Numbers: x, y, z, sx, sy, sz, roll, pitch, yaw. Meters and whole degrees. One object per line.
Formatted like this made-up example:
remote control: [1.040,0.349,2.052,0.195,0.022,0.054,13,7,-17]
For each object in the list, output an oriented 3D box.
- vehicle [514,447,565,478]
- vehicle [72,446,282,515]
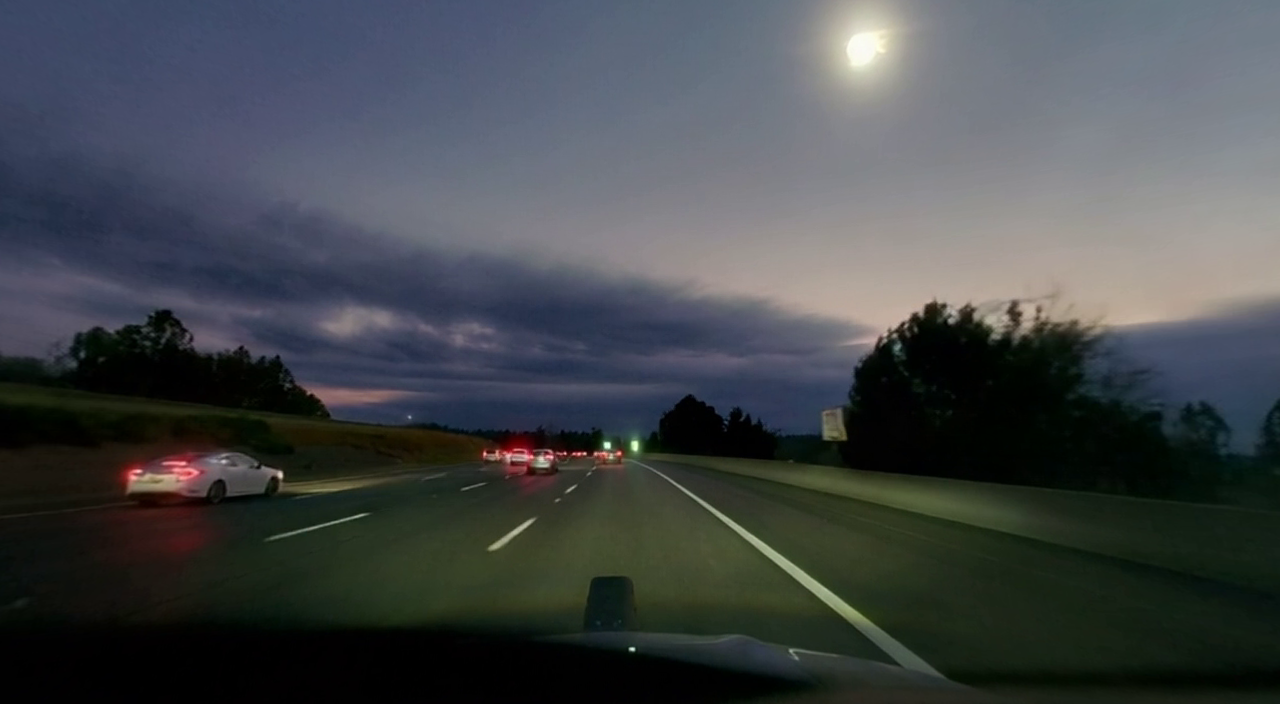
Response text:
vehicle: [-5.074,5.612,32.264,2.120,1.458,4.031,0,-9,-3]
vehicle: [-11.498,3.178,16.179,1.960,1.487,4.593,0,-9,-1]
